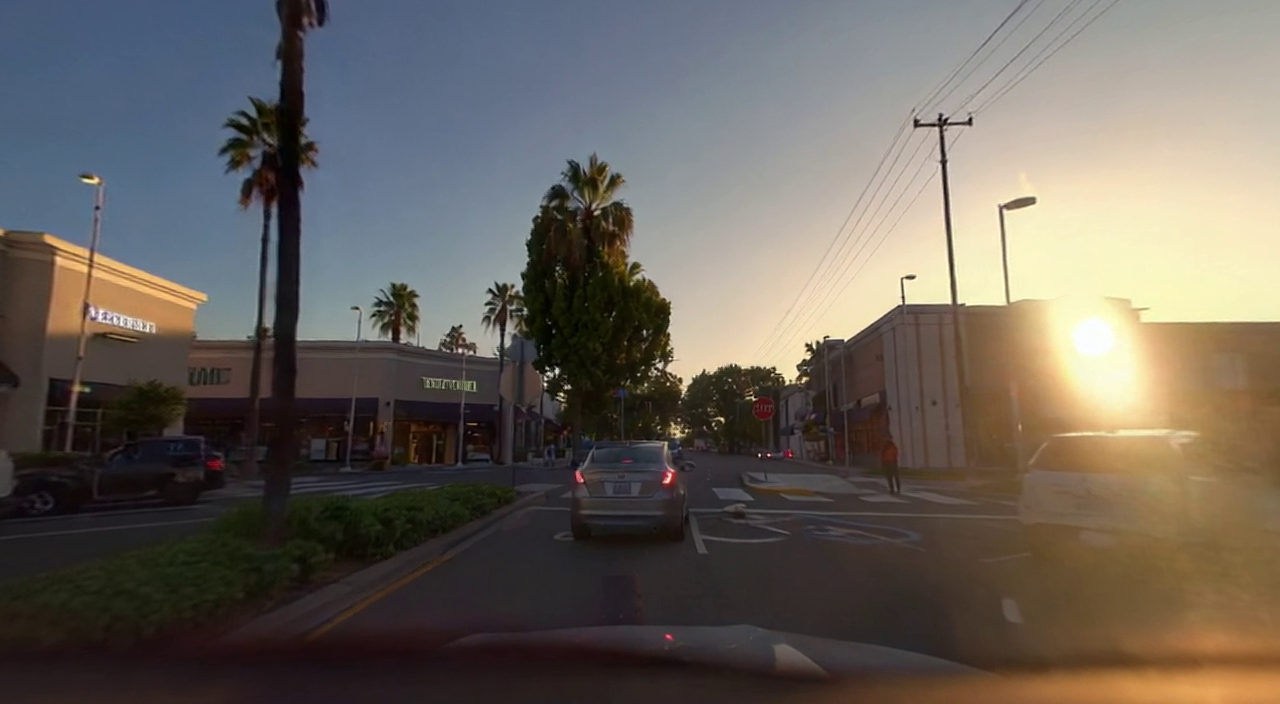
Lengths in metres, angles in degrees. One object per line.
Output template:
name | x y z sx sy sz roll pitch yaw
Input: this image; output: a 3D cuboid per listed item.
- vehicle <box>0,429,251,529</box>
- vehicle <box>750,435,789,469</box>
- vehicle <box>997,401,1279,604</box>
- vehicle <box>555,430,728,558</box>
vehicle | -10.724 2.500 12.907 2.089 1.731 4.223 -9 -12 44
vehicle | 9.769 7.506 47.690 2.467 2.369 1.577 4 -9 -37
vehicle | 6.161 1.584 7.552 4.623 1.650 1.937 8 -12 -43
vehicle | 0.146 1.975 9.471 2.031 1.479 3.969 -1 -9 4
